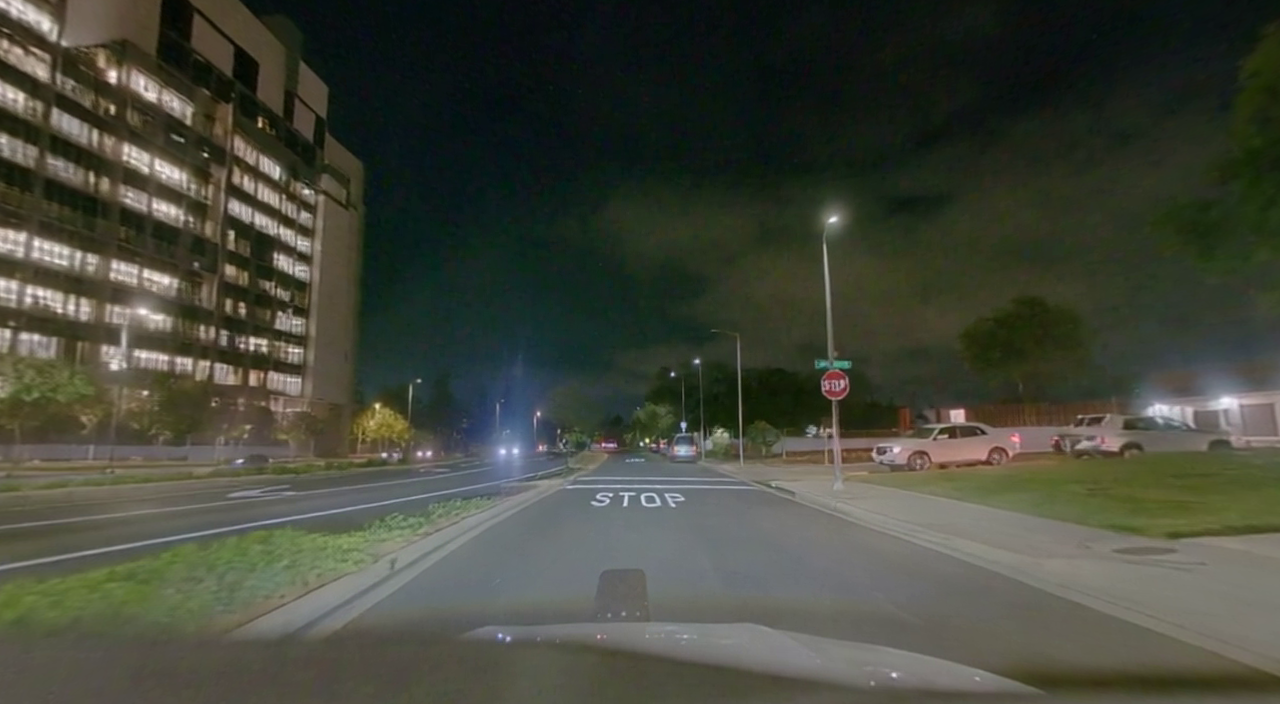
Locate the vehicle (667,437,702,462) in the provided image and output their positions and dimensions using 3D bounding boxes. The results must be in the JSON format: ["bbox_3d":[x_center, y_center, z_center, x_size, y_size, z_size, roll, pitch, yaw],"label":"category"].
[{"bbox_3d":[2.835,6.302,40.943,1.990,1.508,4.123,0,-9,1],"label":"vehicle"}]

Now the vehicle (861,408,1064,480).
[{"bbox_3d":[9.529,2.776,18.989,4.823,1.667,2.165,-4,-9,0],"label":"vehicle"}]

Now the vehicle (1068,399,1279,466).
[{"bbox_3d":[15.895,2.421,18.764,4.730,1.862,1.987,0,-8,1],"label":"vehicle"}]
